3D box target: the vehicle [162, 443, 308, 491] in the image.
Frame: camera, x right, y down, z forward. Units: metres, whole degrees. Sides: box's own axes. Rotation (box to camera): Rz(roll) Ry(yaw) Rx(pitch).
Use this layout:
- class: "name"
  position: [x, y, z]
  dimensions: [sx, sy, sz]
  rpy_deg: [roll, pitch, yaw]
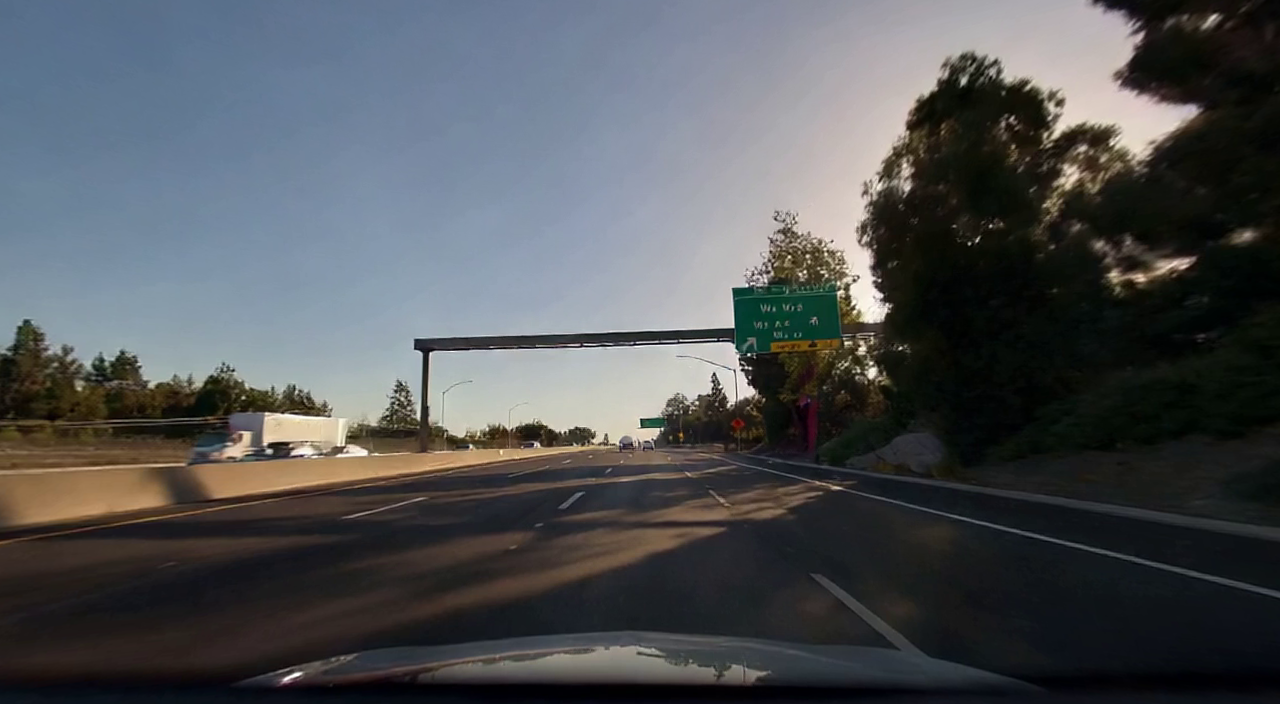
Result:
- class: "vehicle"
  position: [-13.742, 3.903, 21.797]
  dimensions: [1.896, 1.451, 4.569]
  rpy_deg: [-1, -8, 2]

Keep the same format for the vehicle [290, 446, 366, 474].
- class: "vehicle"
  position: [-17.512, 6.057, 35.679]
  dimensions: [1.860, 1.452, 4.723]
  rpy_deg: [0, -8, 0]

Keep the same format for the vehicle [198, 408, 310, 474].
- class: "vehicle"
  position: [-24.803, 5.786, 41.003]
  dimensions: [2.990, 3.937, 6.402]
  rpy_deg: [0, -8, 1]
